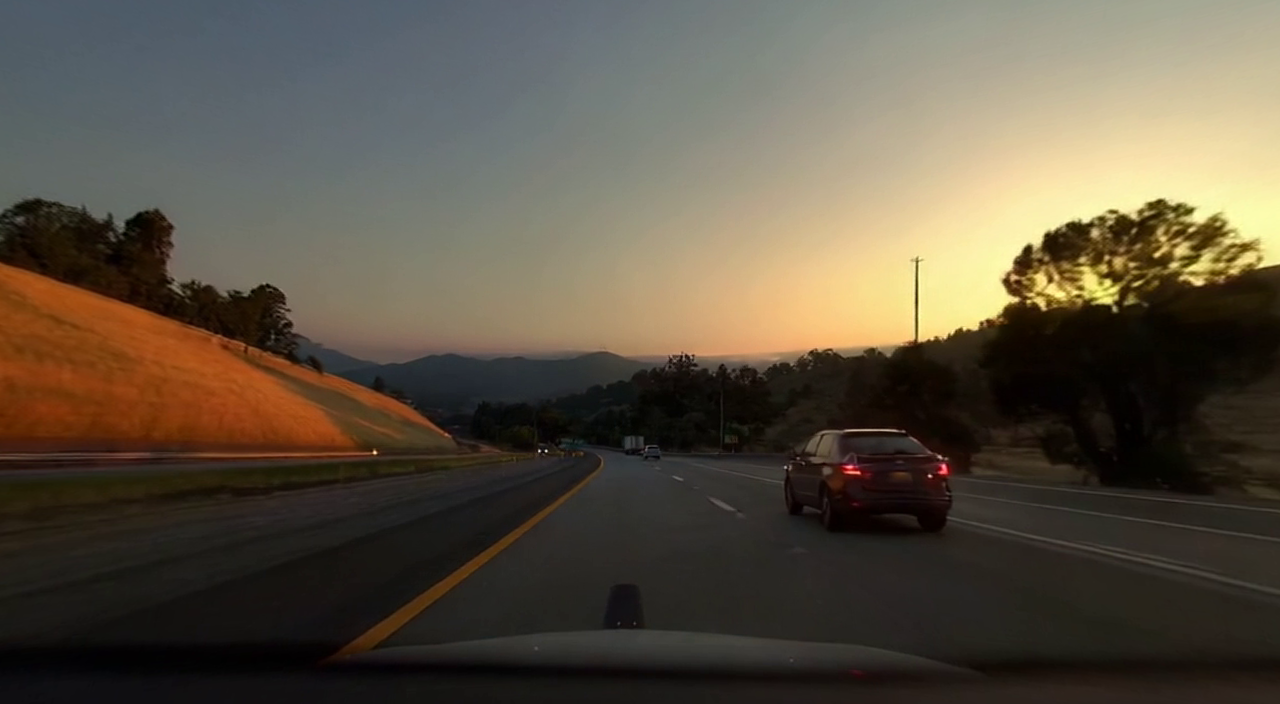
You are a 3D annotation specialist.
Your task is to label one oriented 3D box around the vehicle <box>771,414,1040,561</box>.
[{"bbox_3d":[3.789,2.022,10.242,2.141,1.785,4.778,0,-8,-2],"label":"vehicle"}]
